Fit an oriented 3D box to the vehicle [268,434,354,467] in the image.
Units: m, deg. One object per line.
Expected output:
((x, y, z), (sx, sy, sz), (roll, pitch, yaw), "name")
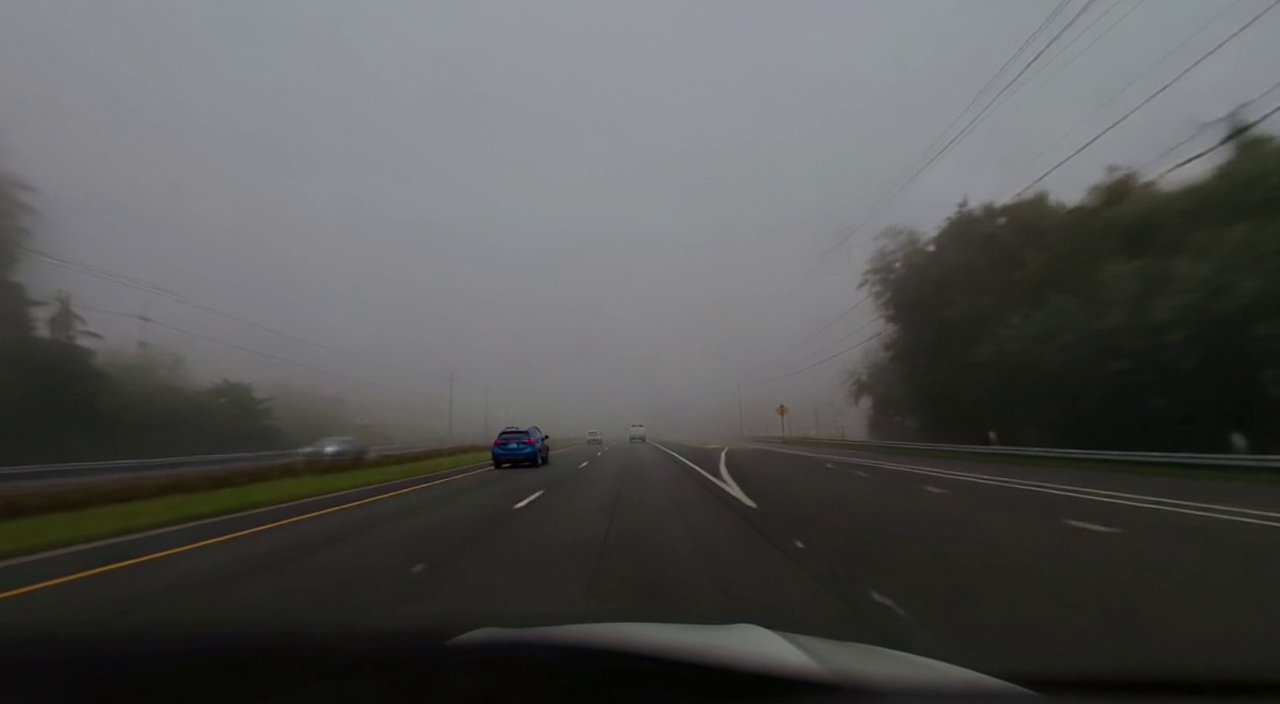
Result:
((-16.449, 4.919, 31.708), (1.892, 1.530, 4.482), (0, -8, 0), "vehicle")

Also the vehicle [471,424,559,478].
((-3.958, 3.203, 20.733), (2.023, 1.580, 4.259), (0, -8, 0), "vehicle")
